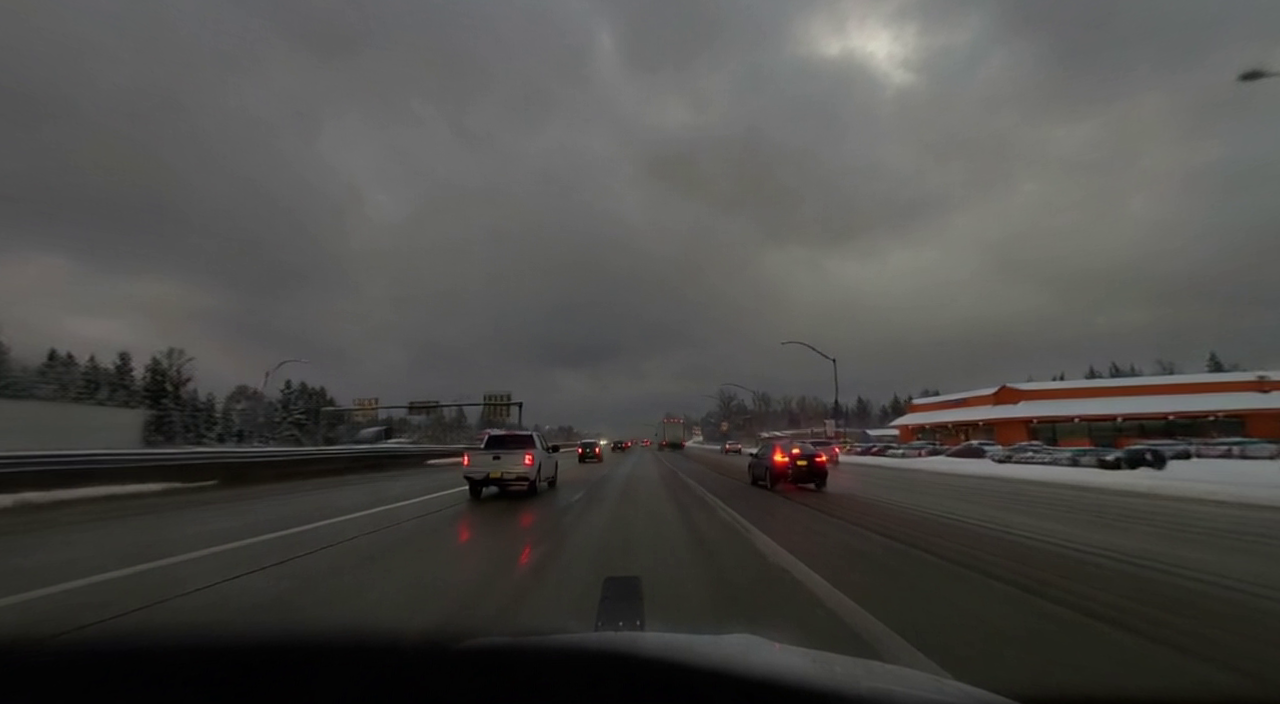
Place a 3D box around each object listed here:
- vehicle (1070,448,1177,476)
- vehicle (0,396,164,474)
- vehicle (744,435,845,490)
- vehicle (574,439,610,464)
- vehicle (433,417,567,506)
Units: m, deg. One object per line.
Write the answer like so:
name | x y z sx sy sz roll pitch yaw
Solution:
vehicle | 36.128 8.215 47.168 5.875 1.851 2.305 -3 -9 2
vehicle | -33.931 4.571 34.543 2.895 3.931 15.650 0 -9 3
vehicle | 4.686 3.412 19.832 1.980 1.501 4.433 0 -8 -1
vehicle | -3.024 6.403 40.676 1.929 1.521 4.097 0 -9 1
vehicle | -3.147 2.587 15.278 2.130 1.799 4.583 0 -9 1
